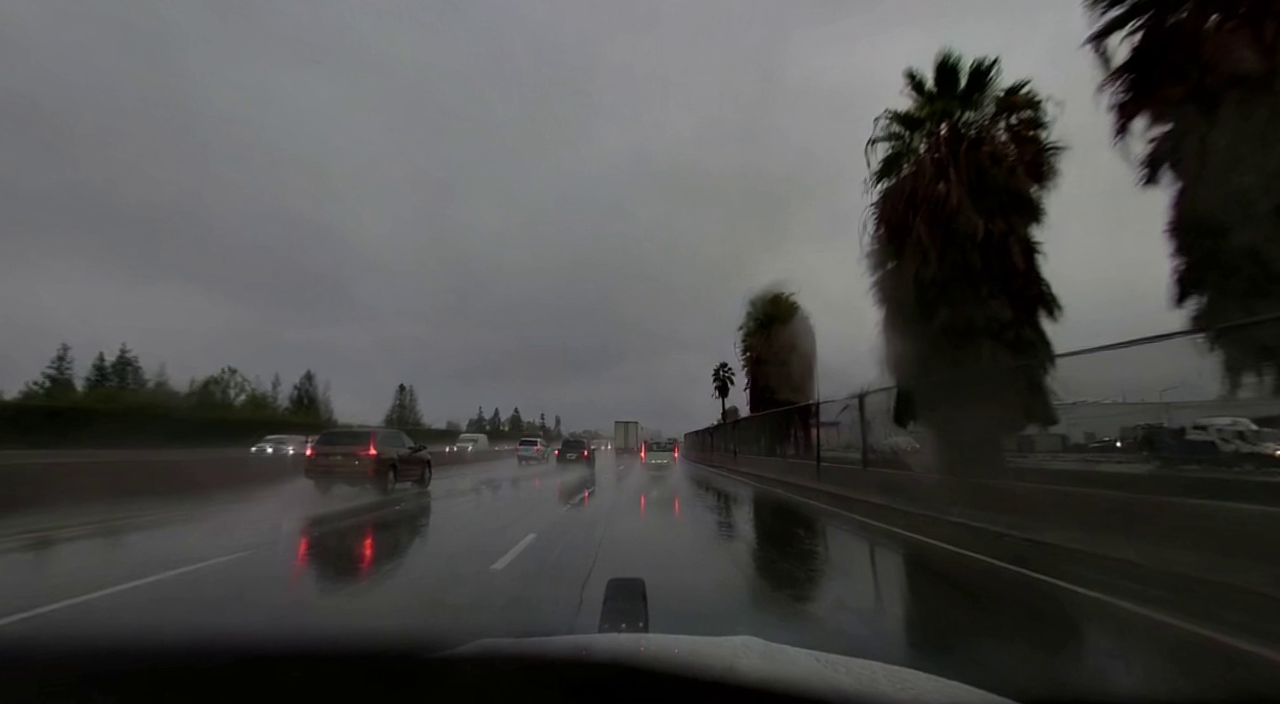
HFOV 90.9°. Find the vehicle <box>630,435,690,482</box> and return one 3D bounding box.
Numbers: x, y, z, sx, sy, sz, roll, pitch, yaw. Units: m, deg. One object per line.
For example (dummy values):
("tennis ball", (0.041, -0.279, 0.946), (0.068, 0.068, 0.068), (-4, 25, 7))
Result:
("vehicle", (0.716, 4.087, 24.529), (2.136, 1.678, 4.052), (0, -8, 0))

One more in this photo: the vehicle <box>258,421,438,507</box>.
("vehicle", (-6.845, 2.673, 15.539), (2.105, 1.790, 4.689), (0, -8, 1))

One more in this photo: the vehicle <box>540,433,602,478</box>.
("vehicle", (-2.971, 4.576, 28.220), (2.108, 1.832, 4.549), (0, -8, 2))

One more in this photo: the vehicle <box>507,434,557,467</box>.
("vehicle", (-6.639, 6.082, 39.191), (2.085, 1.932, 4.967), (0, -8, 2))

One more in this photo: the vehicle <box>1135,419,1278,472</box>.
("vehicle", (35.302, 5.859, 39.731), (2.822, 2.998, 6.825), (-1, -8, 3))
